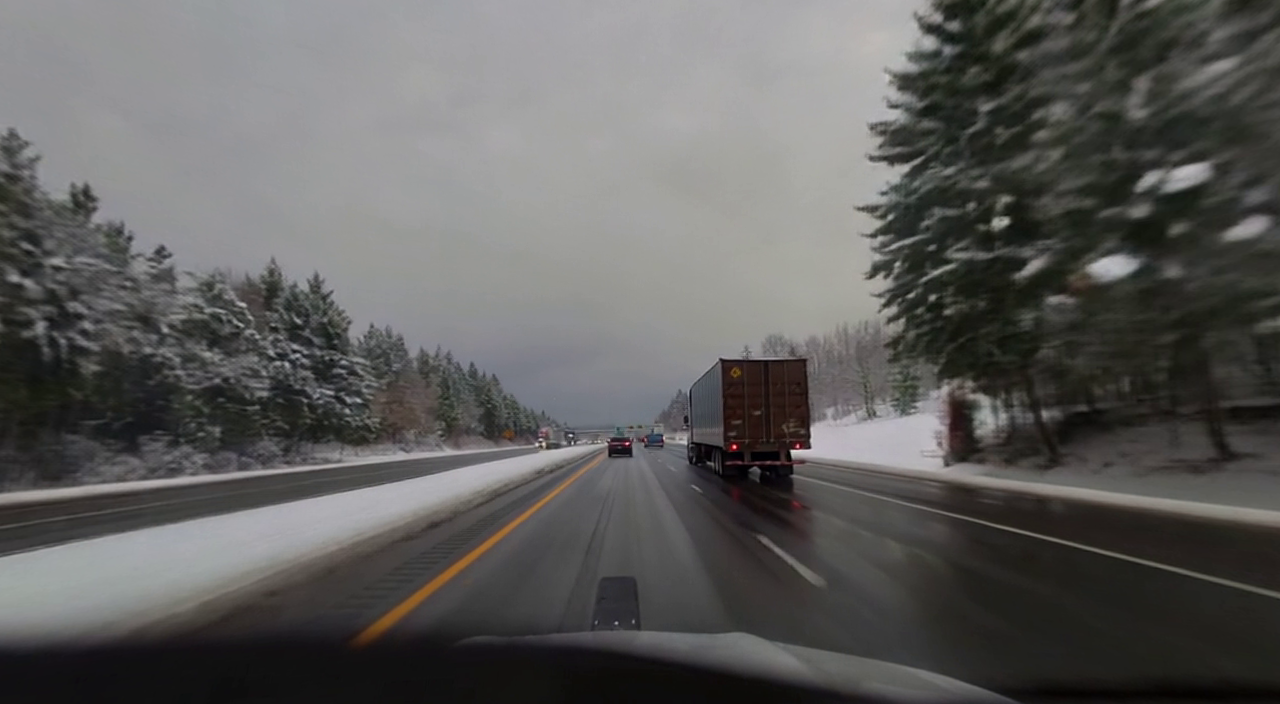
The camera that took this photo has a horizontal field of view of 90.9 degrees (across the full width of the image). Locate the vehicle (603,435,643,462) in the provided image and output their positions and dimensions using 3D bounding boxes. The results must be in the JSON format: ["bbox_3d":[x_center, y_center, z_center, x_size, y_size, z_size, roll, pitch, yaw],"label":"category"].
[{"bbox_3d":[-0.995,5.660,37.286,2.259,1.466,3.693,0,-8,-1],"label":"vehicle"}]

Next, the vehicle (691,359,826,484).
[{"bbox_3d":[3.682,2.495,21.996,2.921,3.526,8.207,0,-8,-1],"label":"vehicle"}]
